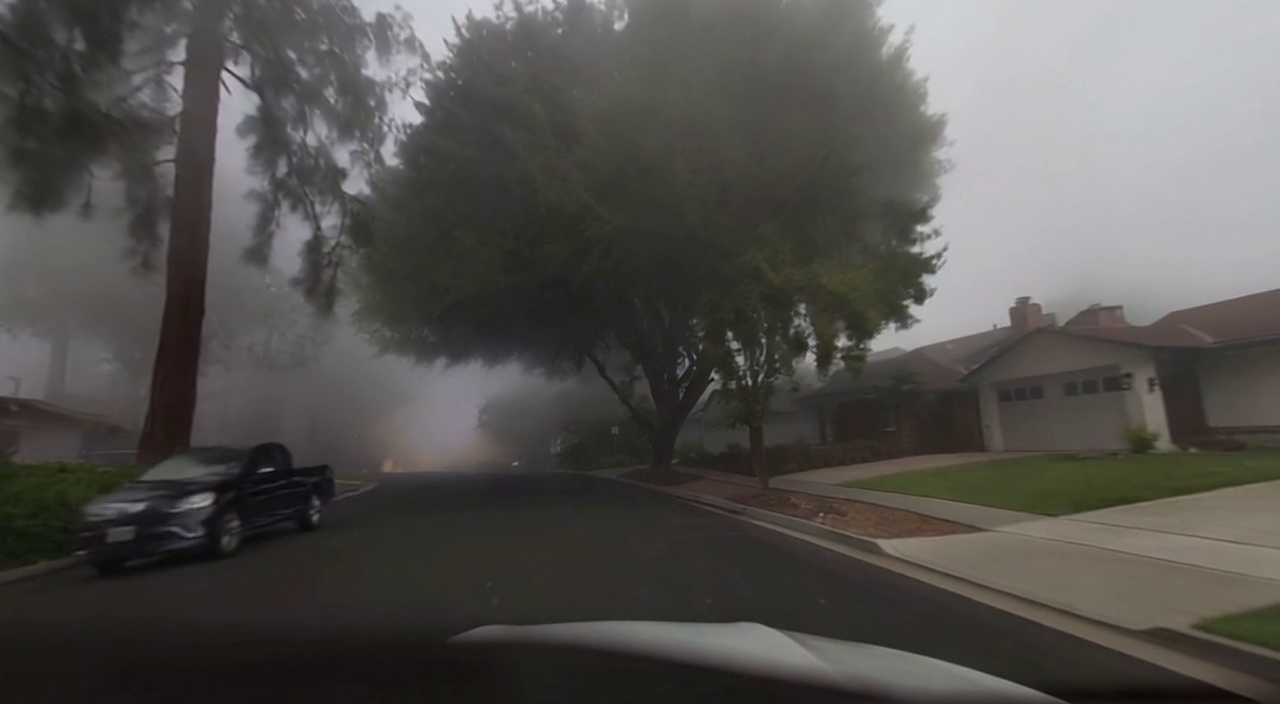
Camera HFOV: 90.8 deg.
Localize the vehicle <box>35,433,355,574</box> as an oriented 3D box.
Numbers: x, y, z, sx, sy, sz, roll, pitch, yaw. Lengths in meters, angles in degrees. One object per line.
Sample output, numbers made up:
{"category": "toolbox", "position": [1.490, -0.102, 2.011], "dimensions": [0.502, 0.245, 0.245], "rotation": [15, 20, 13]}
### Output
{"category": "vehicle", "position": [-6.727, 2.281, 10.477], "dimensions": [2.217, 1.751, 4.763], "rotation": [1, -9, -6]}
